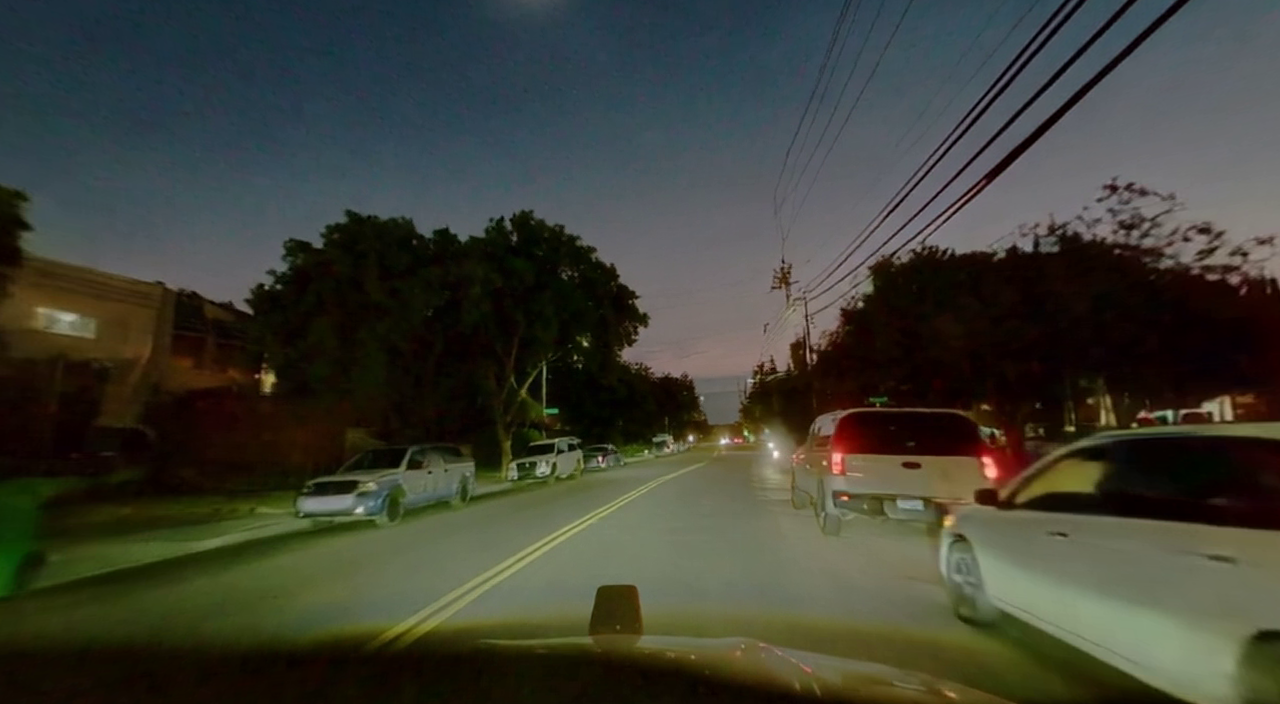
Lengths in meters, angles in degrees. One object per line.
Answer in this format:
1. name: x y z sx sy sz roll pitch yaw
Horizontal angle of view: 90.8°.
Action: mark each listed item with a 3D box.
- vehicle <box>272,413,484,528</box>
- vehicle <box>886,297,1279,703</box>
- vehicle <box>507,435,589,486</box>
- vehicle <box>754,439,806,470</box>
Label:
1. vehicle: -5.675 2.743 14.754 2.353 2.037 5.358 -4 -11 4
2. vehicle: 3.230 0.964 3.549 2.032 1.810 5.047 -1 -9 5
3. vehicle: -3.813 4.621 27.213 2.192 1.873 4.985 -4 -9 7
4. vehicle: 7.120 5.270 32.638 2.108 1.493 4.878 -1 -9 7
